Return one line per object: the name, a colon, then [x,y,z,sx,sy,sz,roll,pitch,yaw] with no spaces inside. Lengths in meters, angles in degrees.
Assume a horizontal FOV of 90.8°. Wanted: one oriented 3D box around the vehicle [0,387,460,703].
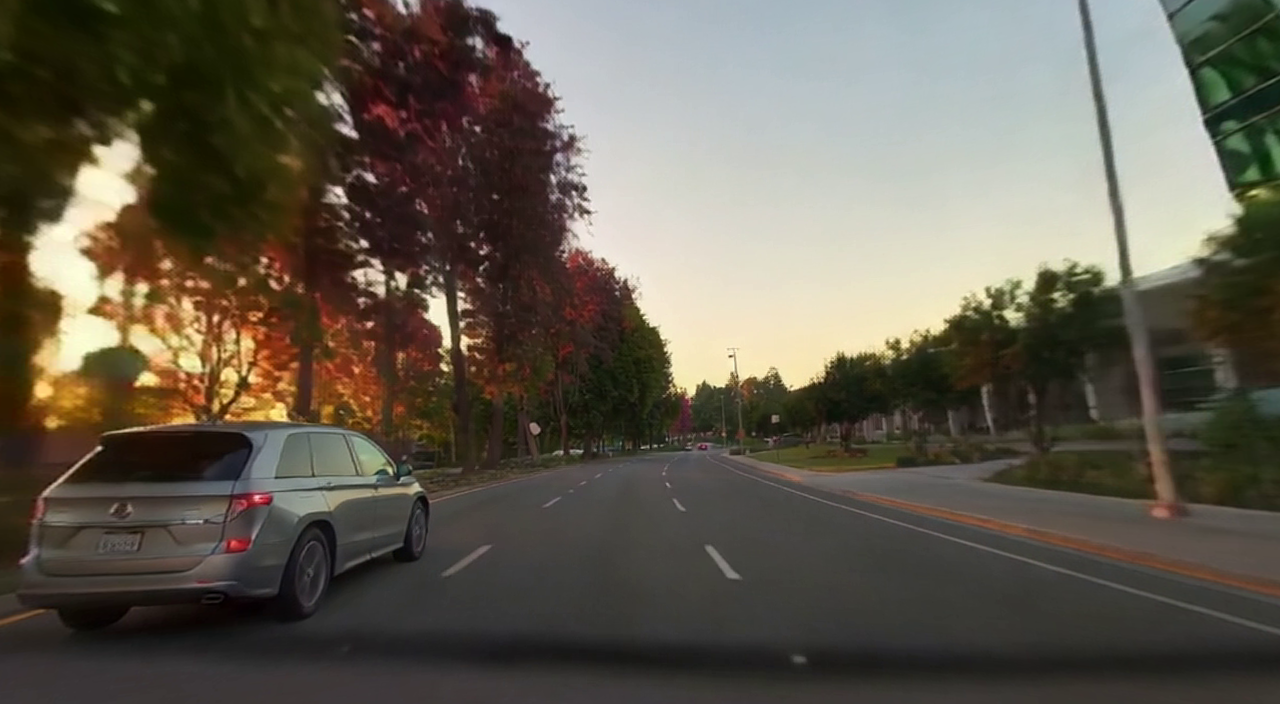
vehicle: [-3.367,1.381,5.775,2.067,1.700,4.561,0,-8,0]
